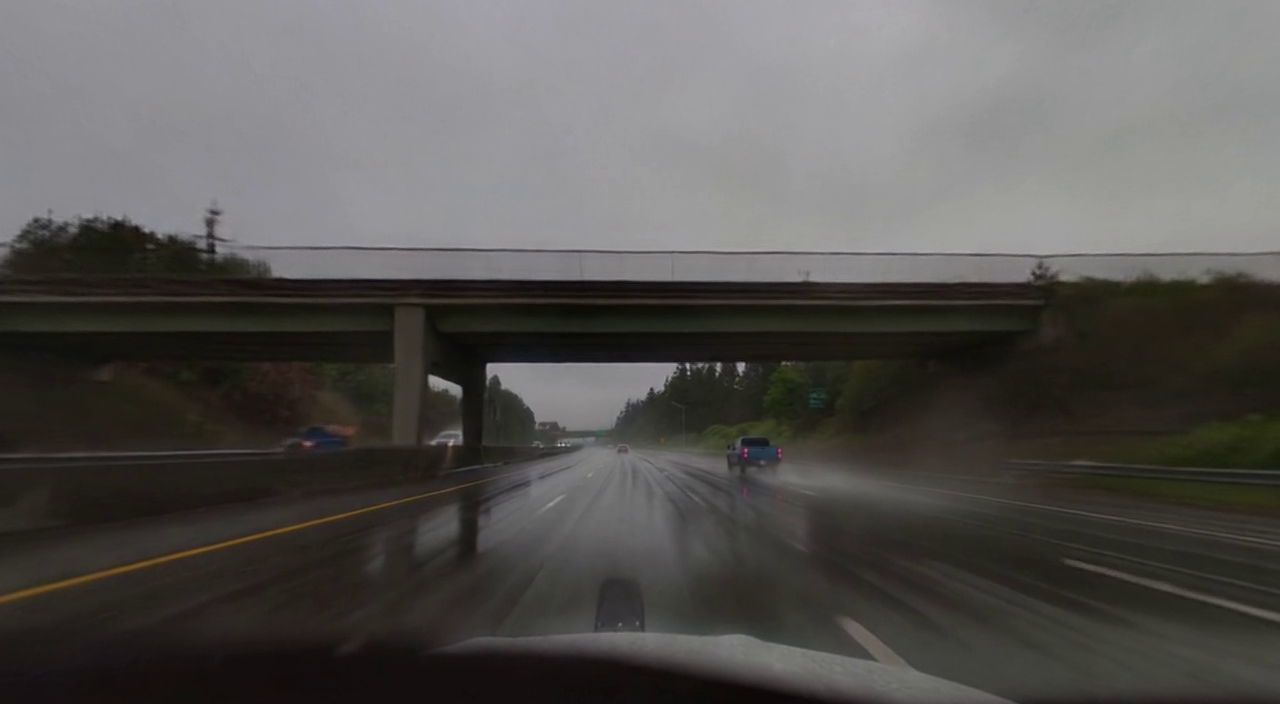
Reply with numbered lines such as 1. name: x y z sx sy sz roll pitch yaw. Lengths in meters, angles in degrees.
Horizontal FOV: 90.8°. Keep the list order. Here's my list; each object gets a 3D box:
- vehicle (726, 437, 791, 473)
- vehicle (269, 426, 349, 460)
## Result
1. vehicle: 6.586 5.838 35.992 2.395 1.819 6.086 0 -9 -2
2. vehicle: -19.689 5.470 37.885 2.068 1.863 4.944 0 -9 0
